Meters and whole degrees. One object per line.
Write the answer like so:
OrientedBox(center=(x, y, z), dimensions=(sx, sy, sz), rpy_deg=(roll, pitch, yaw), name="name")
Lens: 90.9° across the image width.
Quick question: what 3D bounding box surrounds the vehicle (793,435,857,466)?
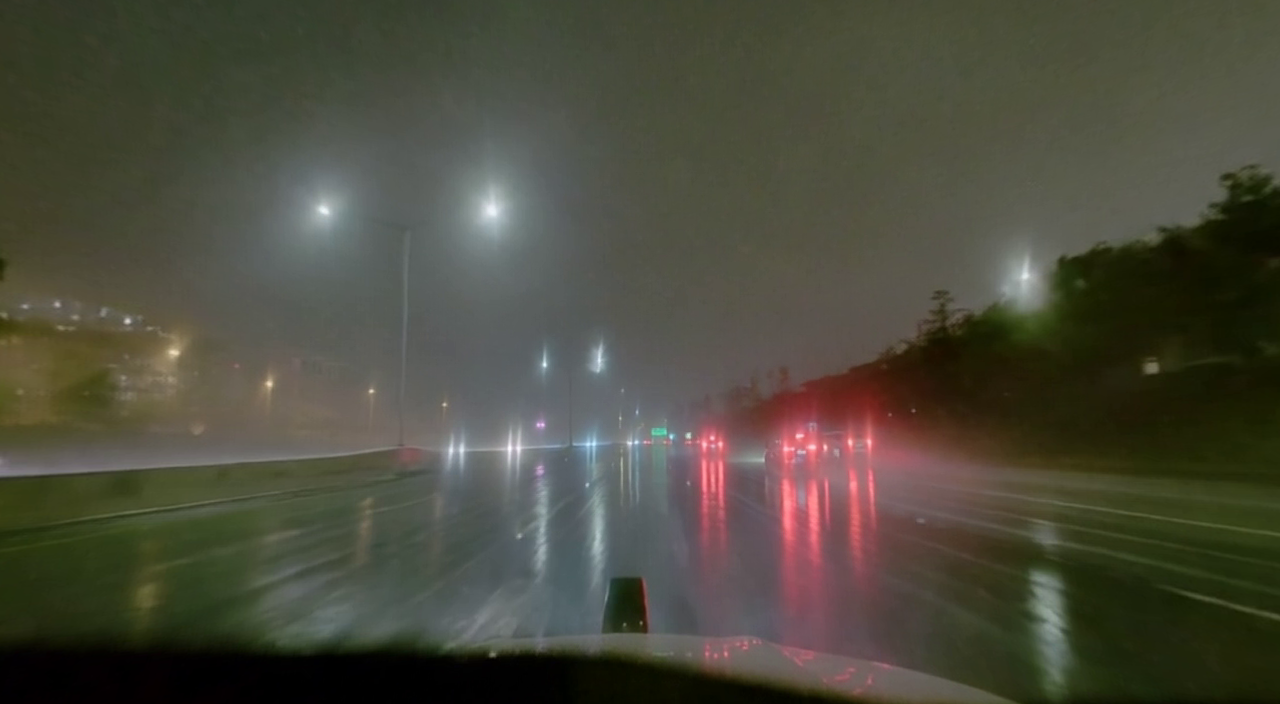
OrientedBox(center=(9.879, 5.312, 34.058), dimensions=(2.000, 1.514, 4.585), rpy_deg=(0, -8, -1), name="vehicle")
